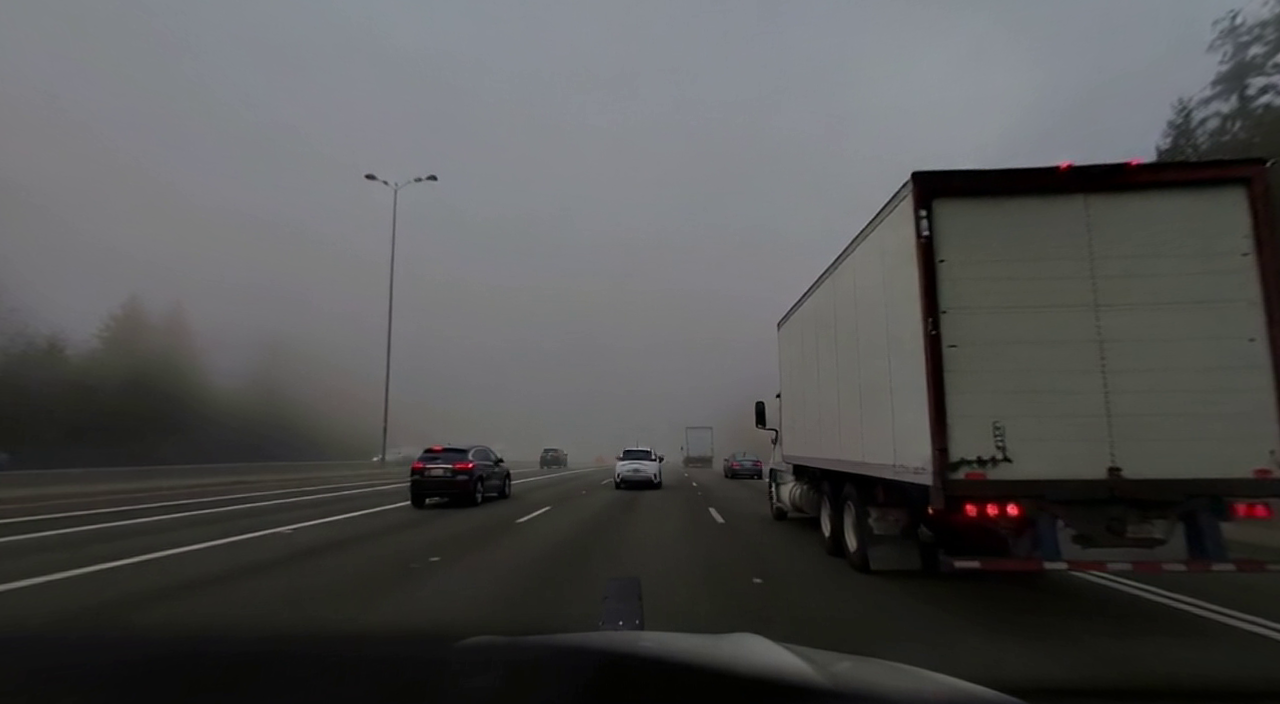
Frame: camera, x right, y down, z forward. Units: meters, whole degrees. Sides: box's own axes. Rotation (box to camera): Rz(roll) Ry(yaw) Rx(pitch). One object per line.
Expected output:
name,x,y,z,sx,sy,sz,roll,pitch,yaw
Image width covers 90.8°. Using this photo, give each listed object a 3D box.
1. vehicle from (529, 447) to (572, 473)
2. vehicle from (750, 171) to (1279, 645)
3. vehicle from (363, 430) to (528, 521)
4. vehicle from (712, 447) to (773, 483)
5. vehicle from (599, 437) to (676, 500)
vehicle,-5.910,7.133,42.130,1.958,1.633,4.568,0,-9,3
vehicle,3.715,0.965,9.007,2.836,3.508,8.723,0,-9,1
vehicle,-4.110,2.684,14.378,1.988,1.696,4.754,0,-9,4
vehicle,4.660,5.201,29.472,2.146,1.482,4.665,0,-8,1
vehicle,0.040,3.525,19.569,2.103,1.717,4.399,0,-9,3
